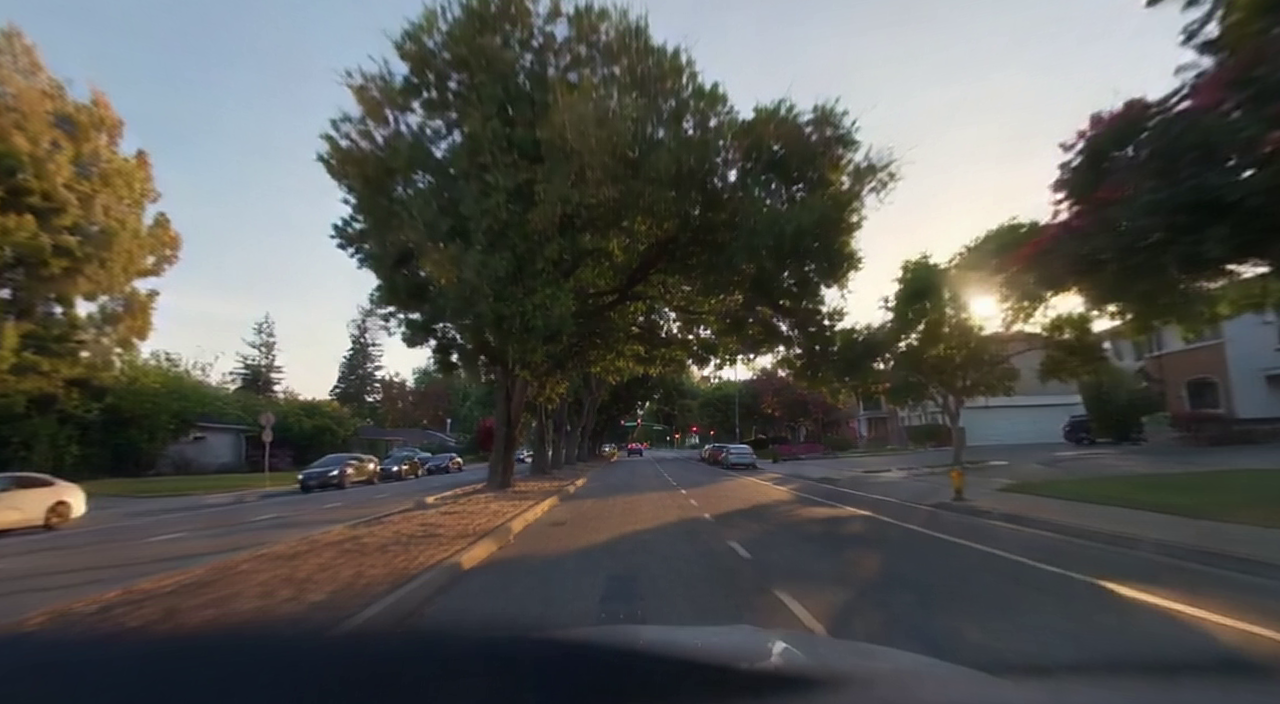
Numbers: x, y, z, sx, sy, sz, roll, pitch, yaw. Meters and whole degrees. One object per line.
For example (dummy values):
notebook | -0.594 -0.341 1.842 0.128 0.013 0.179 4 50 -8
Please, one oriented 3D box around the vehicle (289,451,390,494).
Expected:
vehicle | -12.740 5.098 27.195 2.078 1.618 4.650 0 -8 -1

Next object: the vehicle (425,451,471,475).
vehicle | -12.799 7.409 42.368 1.812 1.454 4.351 0 -8 -1

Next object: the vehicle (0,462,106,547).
vehicle | -12.783 2.930 11.790 1.909 1.477 4.345 -3 -8 -1

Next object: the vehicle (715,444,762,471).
vehicle | 5.614 6.057 36.431 1.875 1.466 4.355 1 -8 -2
